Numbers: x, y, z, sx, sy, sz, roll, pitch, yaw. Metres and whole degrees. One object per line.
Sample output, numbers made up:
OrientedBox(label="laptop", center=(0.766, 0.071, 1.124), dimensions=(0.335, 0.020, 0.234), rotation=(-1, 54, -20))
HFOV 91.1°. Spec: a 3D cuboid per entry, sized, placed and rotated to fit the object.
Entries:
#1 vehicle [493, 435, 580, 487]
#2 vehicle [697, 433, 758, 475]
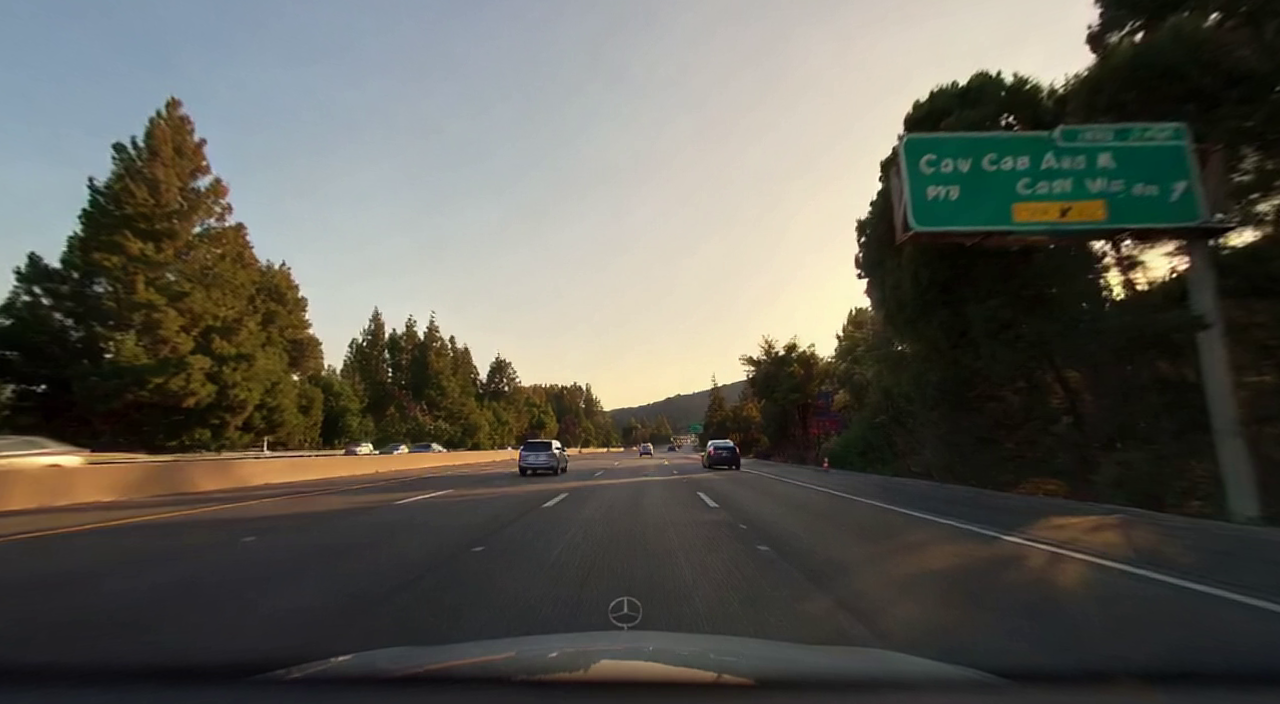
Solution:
OrientedBox(label="vehicle", center=(-3.448, 3.727, 21.769), dimensions=(2.166, 1.608, 4.297), rotation=(0, -8, 1))
OrientedBox(label="vehicle", center=(3.998, 4.769, 29.485), dimensions=(2.149, 1.796, 4.487), rotation=(0, -8, -1))
